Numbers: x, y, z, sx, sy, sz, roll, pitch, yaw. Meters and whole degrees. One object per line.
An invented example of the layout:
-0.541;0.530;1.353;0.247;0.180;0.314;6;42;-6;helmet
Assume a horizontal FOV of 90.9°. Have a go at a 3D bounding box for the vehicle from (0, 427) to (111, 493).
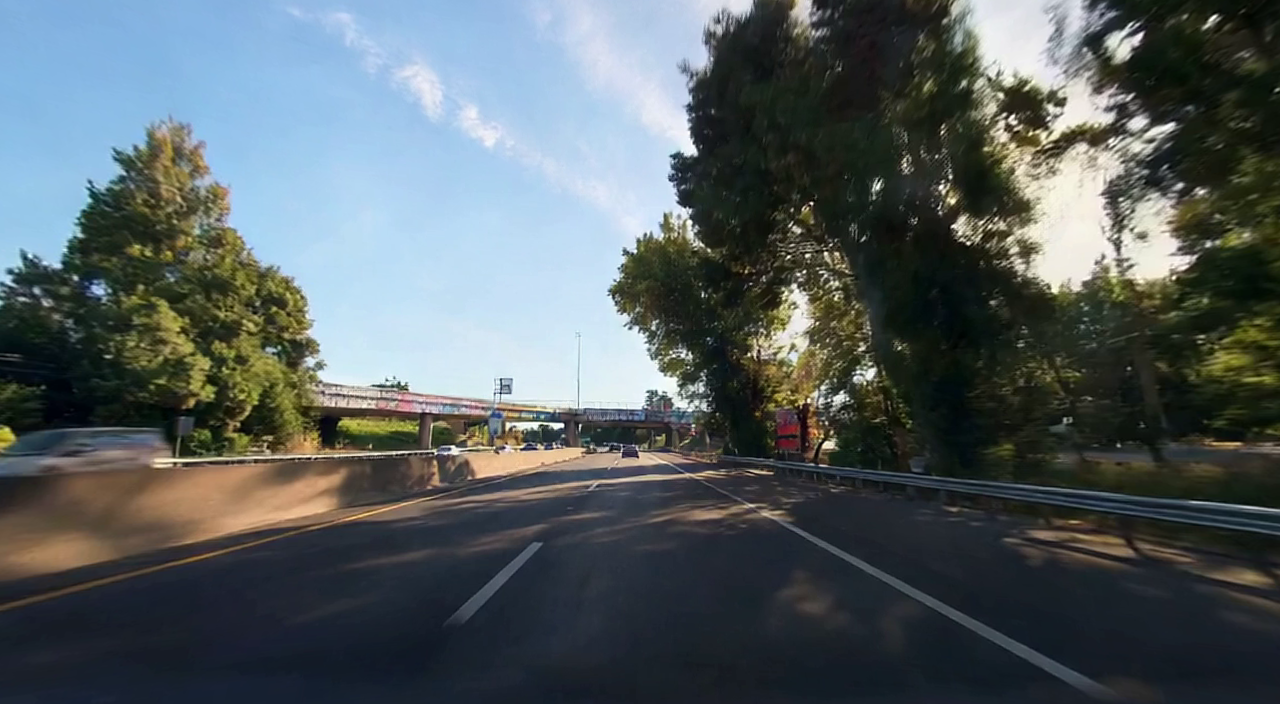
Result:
-17.272;2.932;17.162;1.858;1.643;4.512;0;-9;-2;vehicle
